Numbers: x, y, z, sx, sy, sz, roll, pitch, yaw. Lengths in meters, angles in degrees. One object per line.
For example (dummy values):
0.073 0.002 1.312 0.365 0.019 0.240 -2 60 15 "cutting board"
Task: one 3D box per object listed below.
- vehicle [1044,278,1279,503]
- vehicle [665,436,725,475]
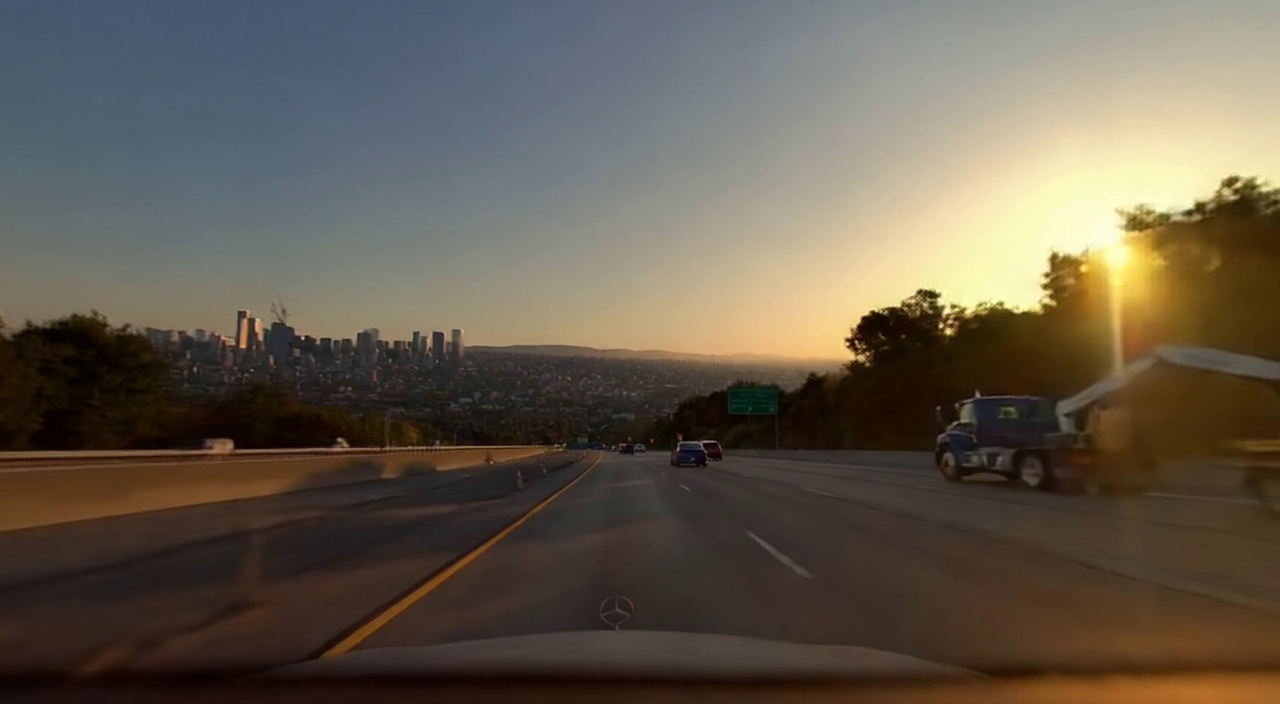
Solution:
14.488 0.610 11.771 3.968 4.321 14.566 -2 -8 -1 "vehicle"
2.541 4.952 30.518 2.305 1.729 4.526 0 -8 -3 "vehicle"
